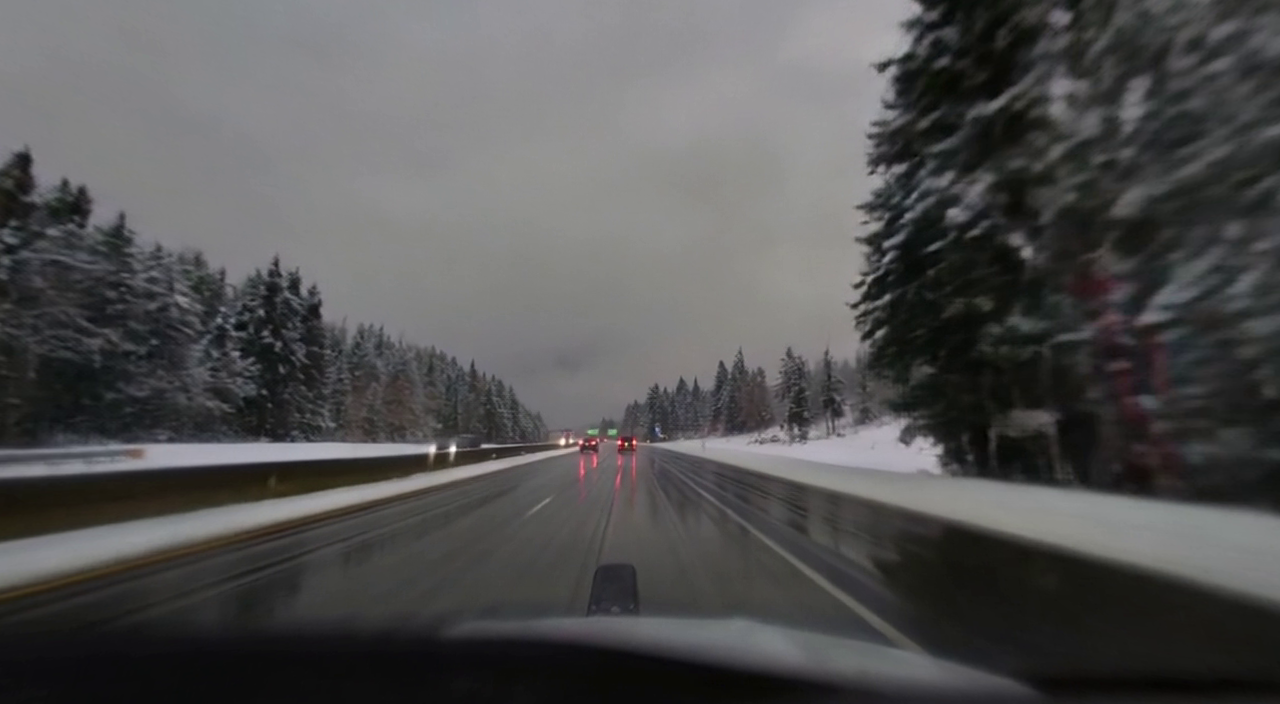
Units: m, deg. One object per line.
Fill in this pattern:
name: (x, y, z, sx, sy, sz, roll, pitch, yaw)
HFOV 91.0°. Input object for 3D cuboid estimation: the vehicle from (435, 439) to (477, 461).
vehicle: (-13.353, 7.130, 45.889, 1.851, 1.461, 4.001, 0, -8, -1)
